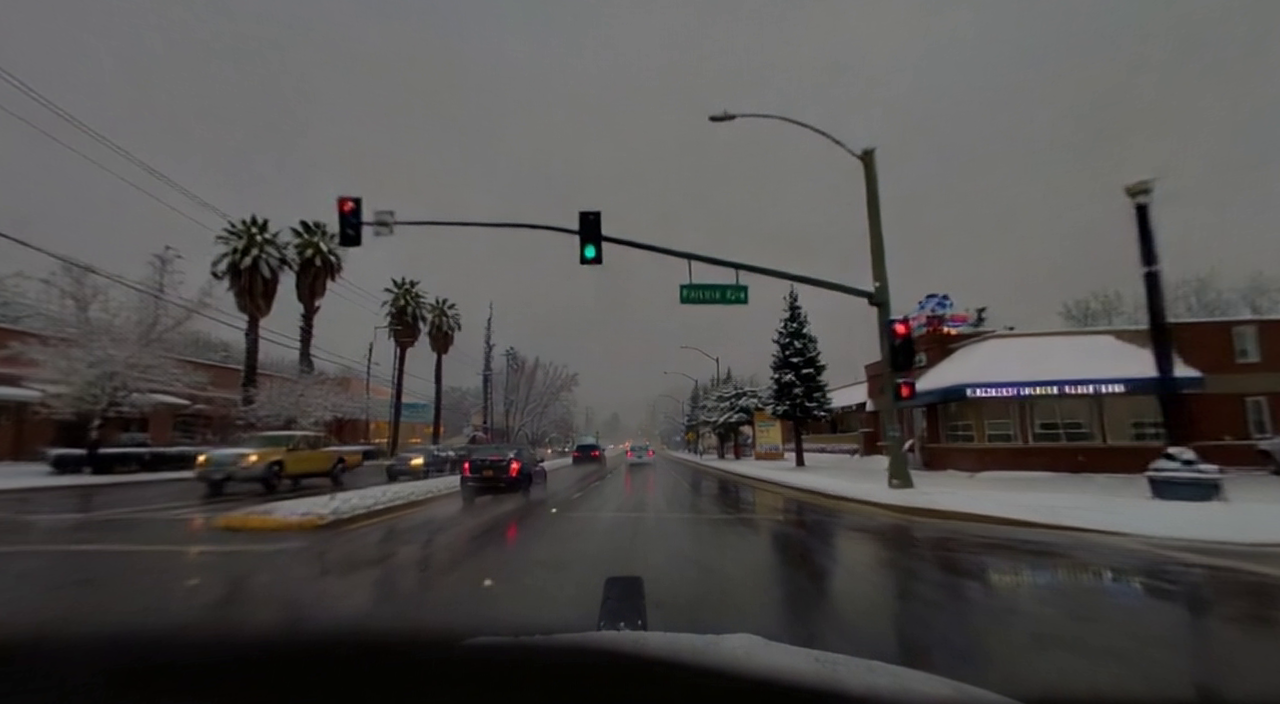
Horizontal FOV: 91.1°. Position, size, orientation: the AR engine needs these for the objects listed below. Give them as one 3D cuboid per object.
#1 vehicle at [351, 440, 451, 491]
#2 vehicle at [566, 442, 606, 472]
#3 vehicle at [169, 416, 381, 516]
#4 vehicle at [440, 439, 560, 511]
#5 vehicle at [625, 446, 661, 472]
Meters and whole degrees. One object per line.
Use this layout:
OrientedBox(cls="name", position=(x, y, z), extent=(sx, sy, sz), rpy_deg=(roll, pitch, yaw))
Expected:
OrientedBox(cls="vehicle", position=(-8.275, 3.945, 22.164), extent=(1.893, 1.576, 4.075), rpy_deg=(-2, -9, 0))
OrientedBox(cls="vehicle", position=(-3.080, 6.153, 36.863), extent=(1.979, 1.634, 3.957), rpy_deg=(0, -8, 0))
OrientedBox(cls="vehicle", position=(-8.386, 2.675, 15.203), extent=(2.058, 1.929, 5.123), rpy_deg=(-1, -9, 0))
OrientedBox(cls="vehicle", position=(-3.294, 2.971, 15.705), extent=(1.904, 1.513, 4.410), rpy_deg=(0, -8, 1))
OrientedBox(cls="vehicle", position=(0.181, 6.516, 38.510), extent=(2.094, 1.496, 4.070), rpy_deg=(0, -8, 0))
